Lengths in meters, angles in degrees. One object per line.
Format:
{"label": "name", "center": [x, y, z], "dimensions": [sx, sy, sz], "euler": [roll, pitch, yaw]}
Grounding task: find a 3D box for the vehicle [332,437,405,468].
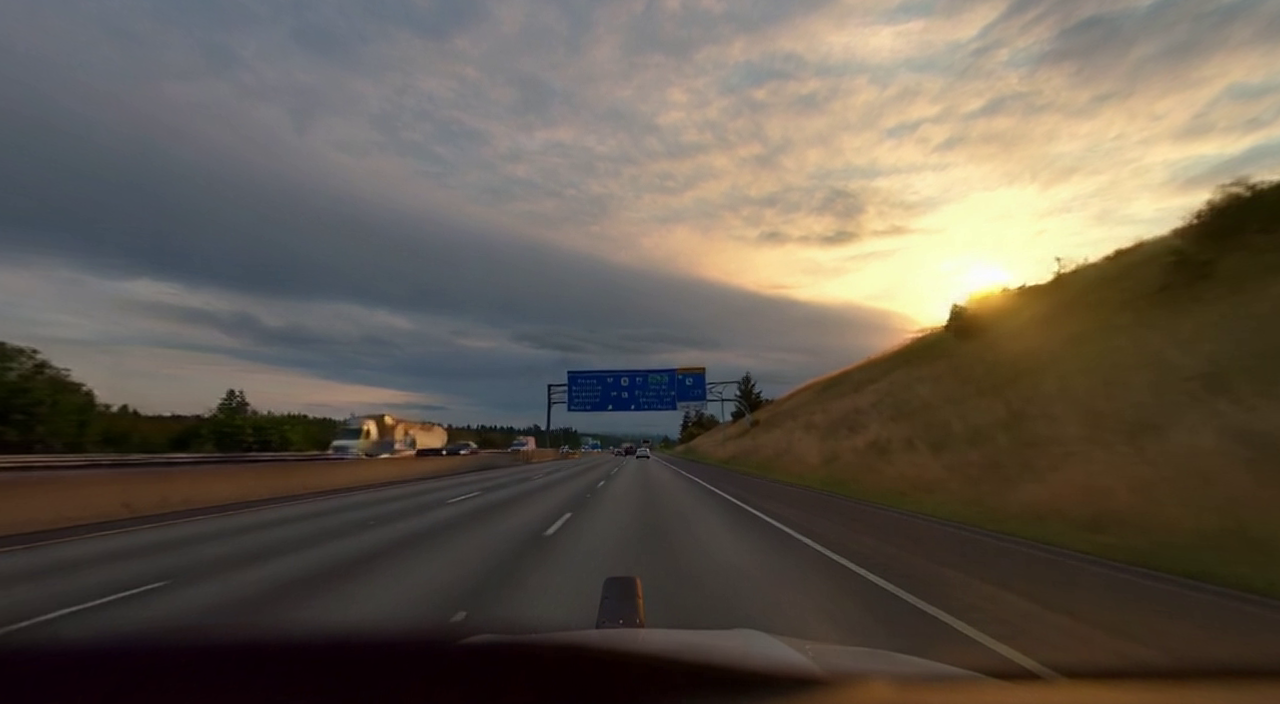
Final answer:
{"label": "vehicle", "center": [-15.153, 5.646, 35.536], "dimensions": [1.981, 1.613, 4.650], "euler": [0, -9, 0]}
